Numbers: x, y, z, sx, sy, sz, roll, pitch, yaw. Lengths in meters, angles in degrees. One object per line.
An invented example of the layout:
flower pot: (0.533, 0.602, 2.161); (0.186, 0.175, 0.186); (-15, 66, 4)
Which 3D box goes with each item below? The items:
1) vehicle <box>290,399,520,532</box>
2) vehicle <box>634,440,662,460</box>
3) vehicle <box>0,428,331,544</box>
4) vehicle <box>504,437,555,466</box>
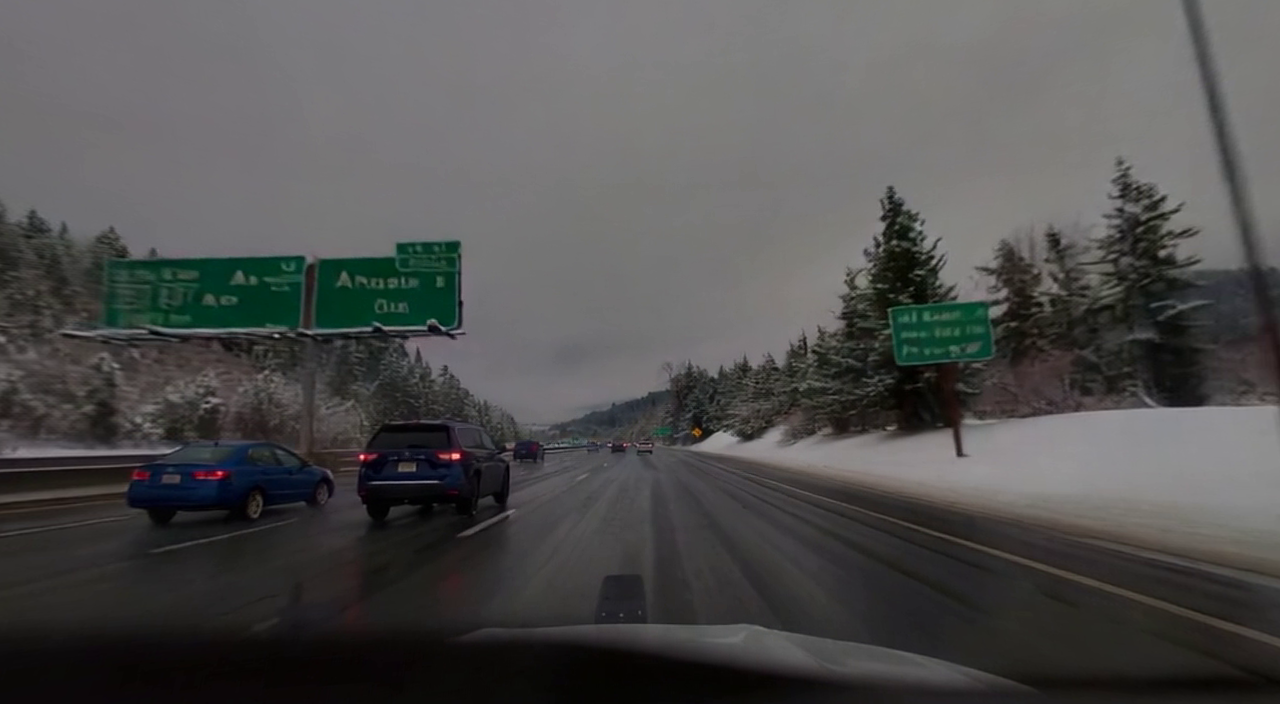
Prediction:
vehicle: (-3.960, 2.050, 11.840); (2.219, 1.947, 4.924); (0, -9, 2)
vehicle: (0.628, 7.756, 49.894); (2.125, 1.539, 4.356); (0, -9, 1)
vehicle: (-7.604, 2.133, 10.789); (1.984, 1.508, 4.935); (0, -9, 2)
vehicle: (-6.632, 6.031, 38.338); (2.069, 1.636, 4.483); (0, -9, 2)
